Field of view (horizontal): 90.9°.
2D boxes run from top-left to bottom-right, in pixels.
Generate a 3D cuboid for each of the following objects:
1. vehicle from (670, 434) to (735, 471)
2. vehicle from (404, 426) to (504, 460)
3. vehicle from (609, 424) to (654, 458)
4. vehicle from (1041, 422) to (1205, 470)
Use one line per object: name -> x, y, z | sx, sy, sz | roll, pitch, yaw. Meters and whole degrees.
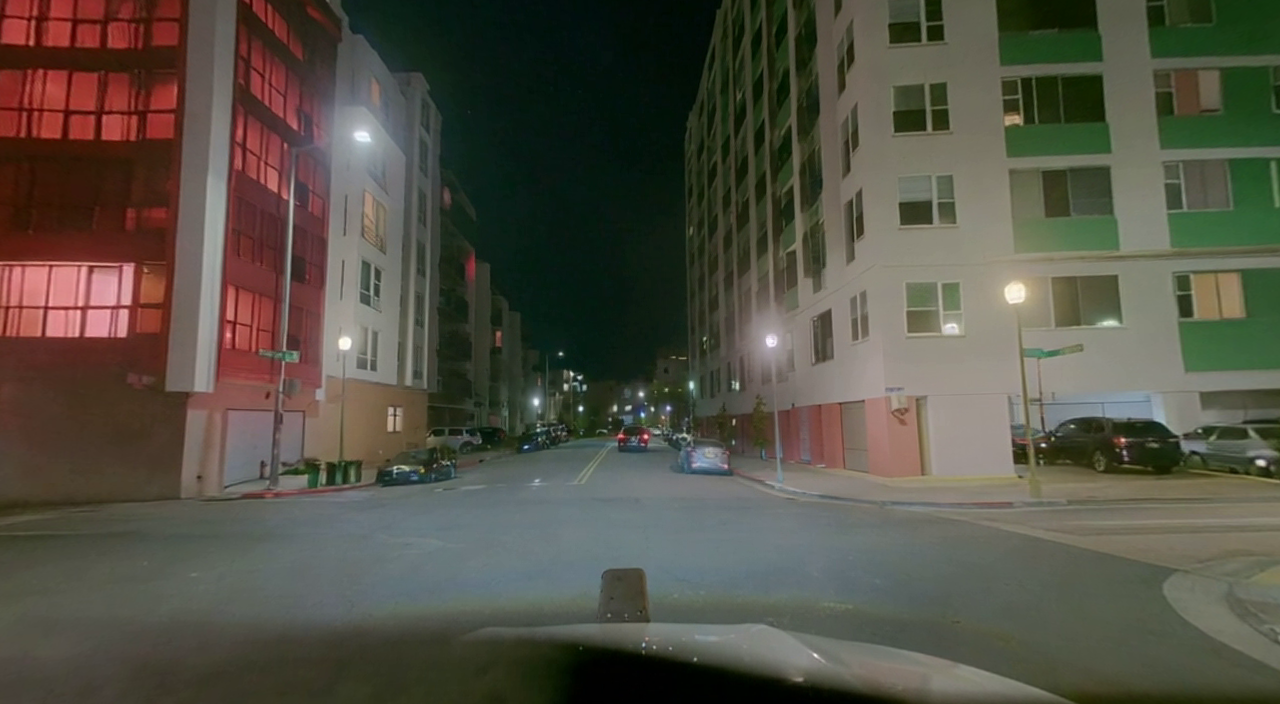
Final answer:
vehicle -> 2.560, 4.300, 27.091 | 2.290, 1.456, 4.503 | 0, -9, -1
vehicle -> -11.429, 5.594, 38.878 | 5.540, 1.950, 2.113 | 4, -12, -28
vehicle -> -0.486, 5.159, 36.493 | 2.412, 1.834, 4.636 | 0, -8, 0
vehicle -> 15.288, 3.011, 20.126 | 3.752, 1.453, 1.709 | 0, -9, 2
